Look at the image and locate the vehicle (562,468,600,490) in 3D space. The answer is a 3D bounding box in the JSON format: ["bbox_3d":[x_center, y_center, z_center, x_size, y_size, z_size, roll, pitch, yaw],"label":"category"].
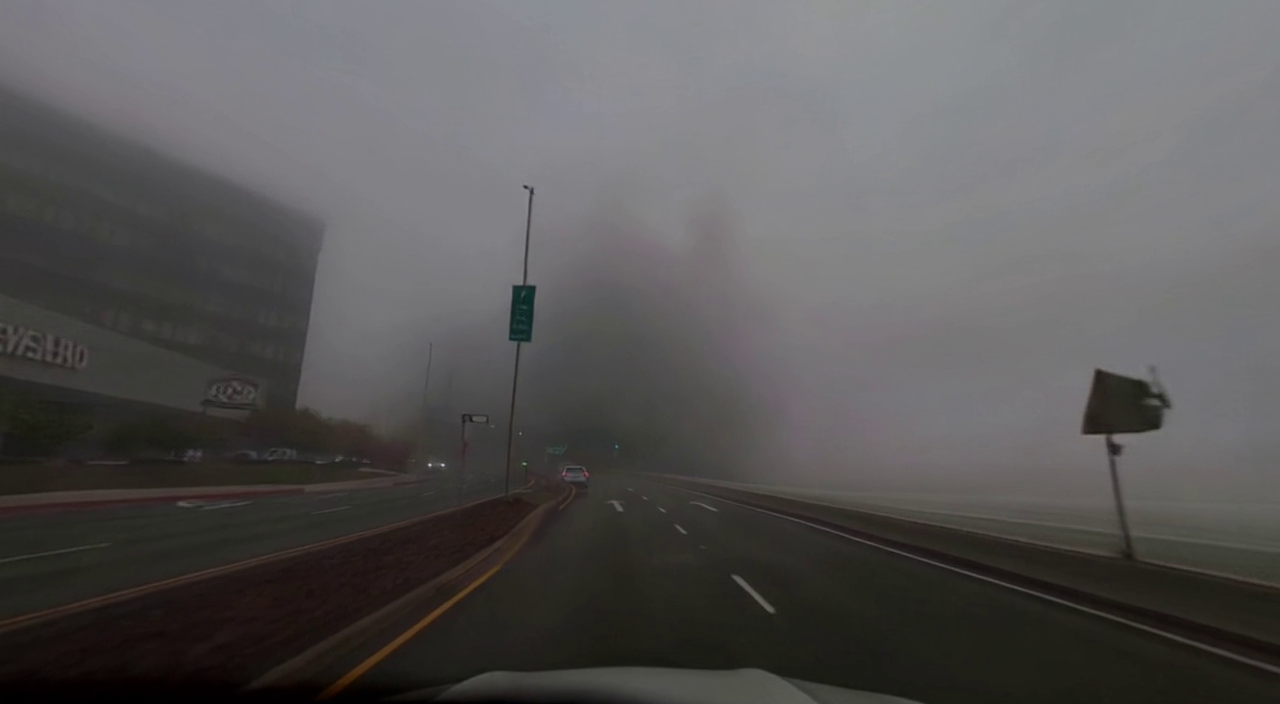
[{"bbox_3d":[-3.485,7.417,36.850,1.775,1.186,2.933,3,-11,-13],"label":"vehicle"}]
